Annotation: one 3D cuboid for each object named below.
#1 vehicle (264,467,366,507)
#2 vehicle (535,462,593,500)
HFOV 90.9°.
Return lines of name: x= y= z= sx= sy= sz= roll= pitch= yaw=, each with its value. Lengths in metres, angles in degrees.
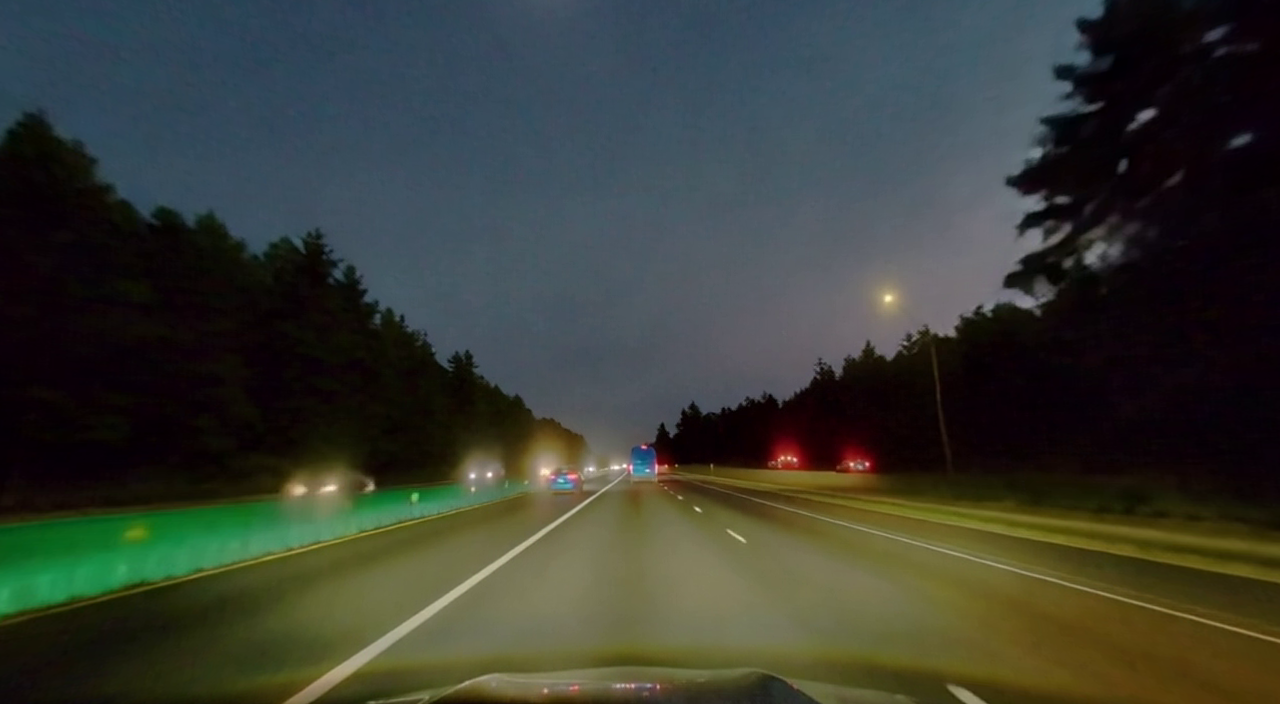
vehicle: x=-12.278 y=5.107 z=24.102 sx=1.782 sy=1.376 sz=3.933 roll=1 pitch=-11 yaw=-1
vehicle: x=-3.281 y=5.694 z=27.918 sx=2.038 sy=1.490 sz=4.391 roll=1 pitch=-11 yaw=0
